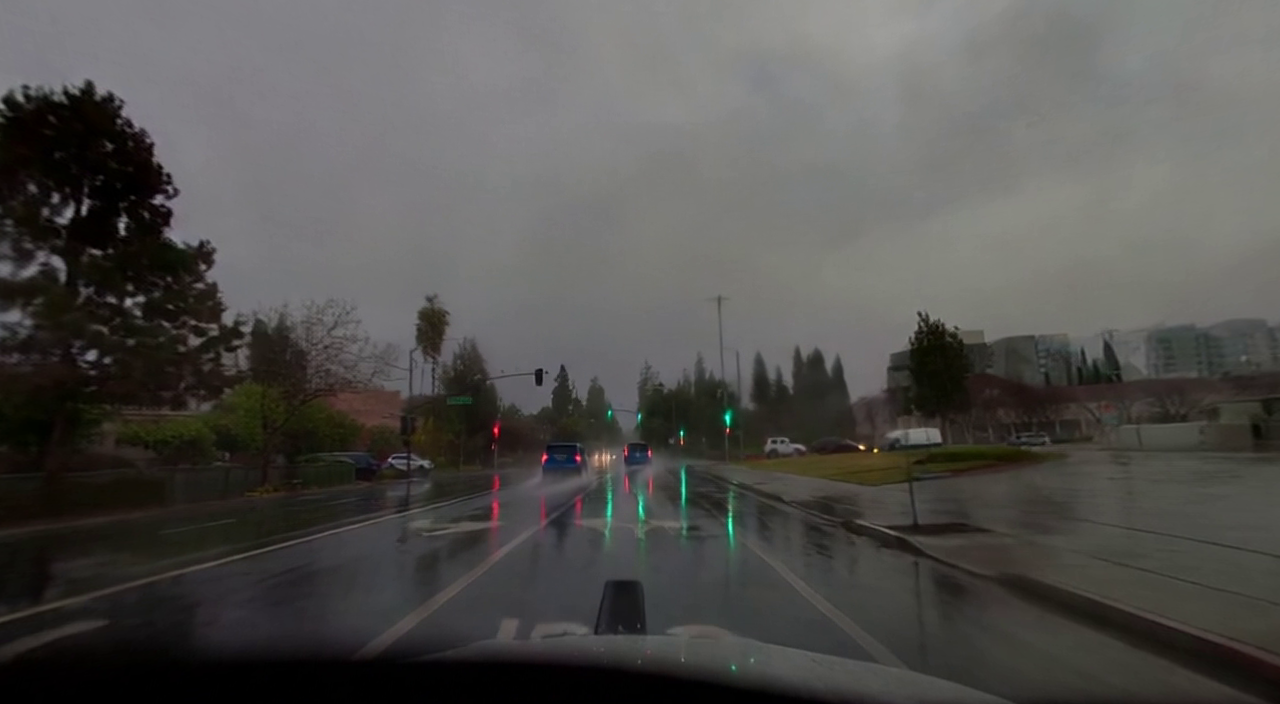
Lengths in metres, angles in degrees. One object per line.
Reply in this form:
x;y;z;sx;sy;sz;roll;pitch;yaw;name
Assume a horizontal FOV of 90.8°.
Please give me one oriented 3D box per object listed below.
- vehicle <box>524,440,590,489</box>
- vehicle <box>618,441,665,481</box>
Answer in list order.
-3.207;4.455;25.320;2.097;1.755;4.336;0;-9;0;vehicle
-0.014;5.233;30.624;2.088;1.735;4.801;0;-9;-2;vehicle
